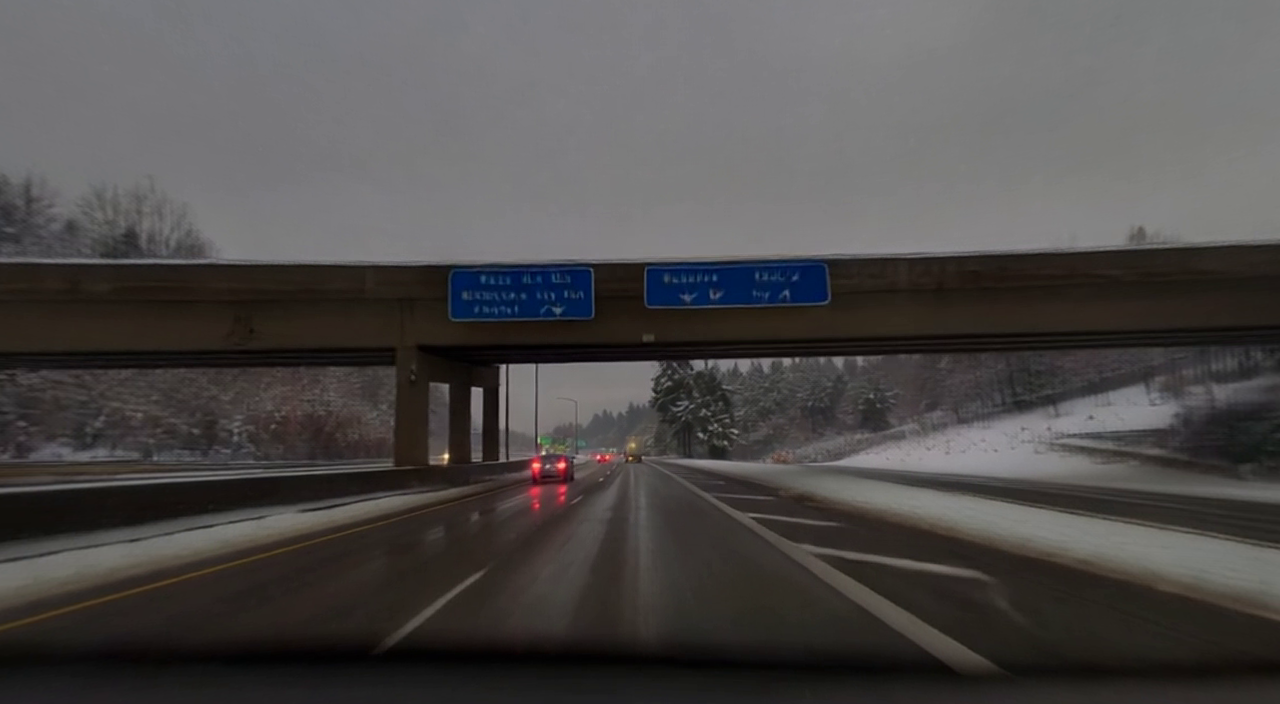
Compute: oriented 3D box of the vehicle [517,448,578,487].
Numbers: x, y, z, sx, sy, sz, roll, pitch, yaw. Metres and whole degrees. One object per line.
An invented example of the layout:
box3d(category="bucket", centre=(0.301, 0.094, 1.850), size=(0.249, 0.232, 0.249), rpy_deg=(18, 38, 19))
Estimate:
box3d(category="vehicle", centre=(-4.044, 5.115, 28.217), size=(2.070, 1.564, 4.145), rpy_deg=(0, -9, 0))
